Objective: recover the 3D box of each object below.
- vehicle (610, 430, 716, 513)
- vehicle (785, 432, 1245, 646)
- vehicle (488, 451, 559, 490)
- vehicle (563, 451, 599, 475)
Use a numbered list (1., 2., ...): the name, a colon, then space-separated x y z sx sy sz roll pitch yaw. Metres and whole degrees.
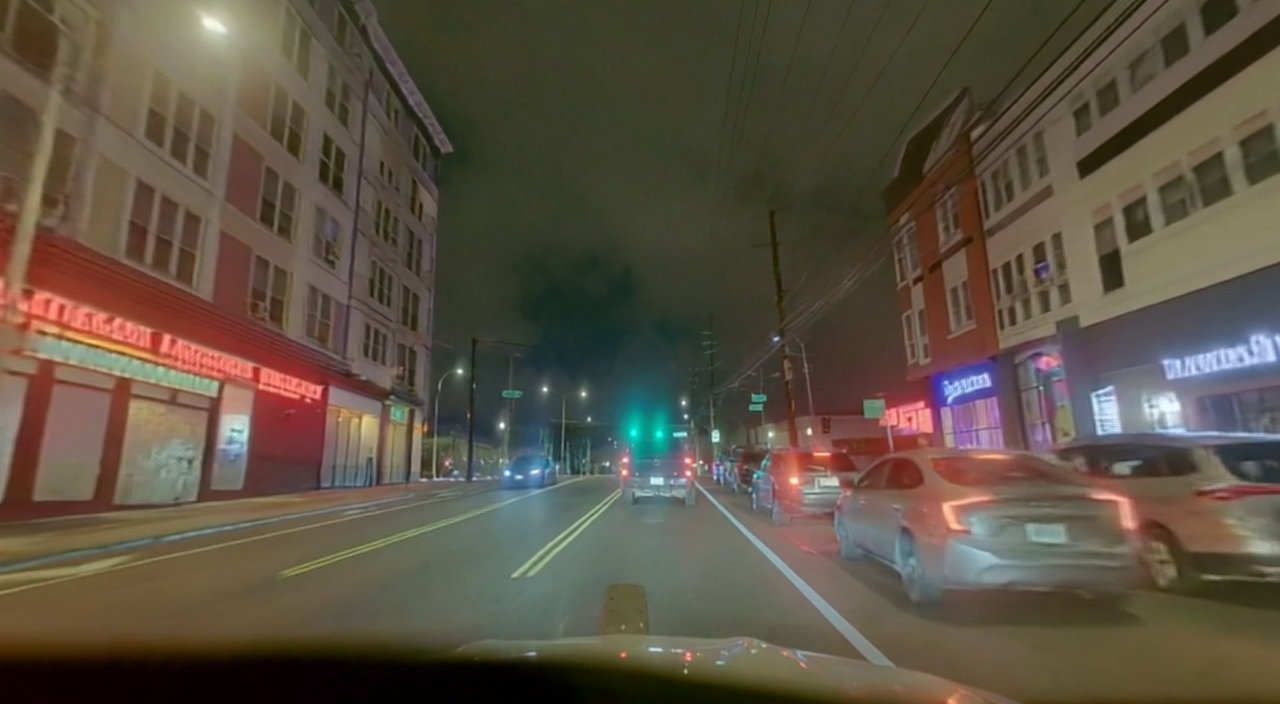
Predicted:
1. vehicle: 0.499 2.825 15.399 2.232 1.736 4.036 0 -8 1
2. vehicle: 3.225 1.697 7.010 2.116 1.487 4.988 0 -8 1
3. vehicle: -4.827 4.960 26.755 1.966 1.470 4.528 0 -8 2
4. vehicle: -4.554 8.627 49.119 2.215 1.703 4.614 0 -8 2
